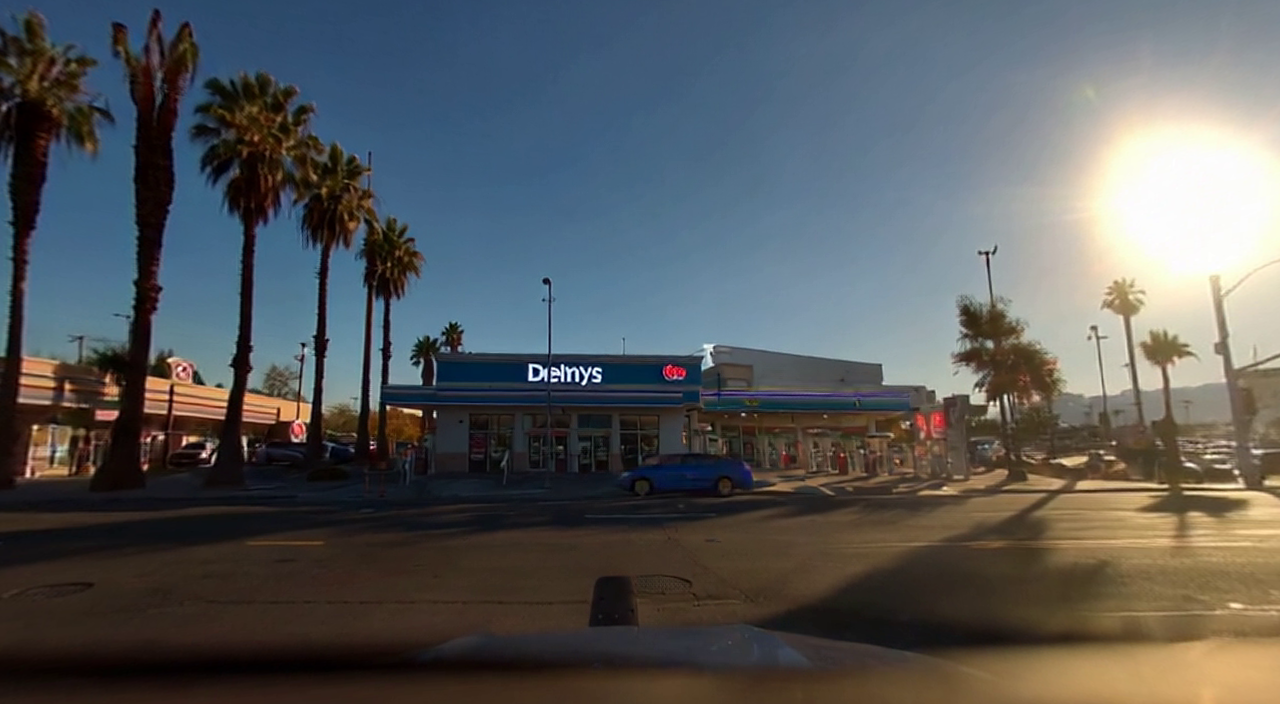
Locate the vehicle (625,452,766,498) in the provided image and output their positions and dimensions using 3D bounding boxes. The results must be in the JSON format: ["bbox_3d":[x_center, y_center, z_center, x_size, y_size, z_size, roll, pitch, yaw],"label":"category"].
[{"bbox_3d":[1.799,4.192,21.698,4.570,1.480,1.873,1,-8,-3],"label":"vehicle"}]

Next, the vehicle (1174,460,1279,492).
[{"bbox_3d":[32.669,6.811,34.977,2.074,1.480,4.369,1,-8,-5],"label":"vehicle"}]

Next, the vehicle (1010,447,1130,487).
[{"bbox_3d":[22.784,6.070,33.578,4.880,1.754,2.202,0,-5,-5],"label":"vehicle"}]
